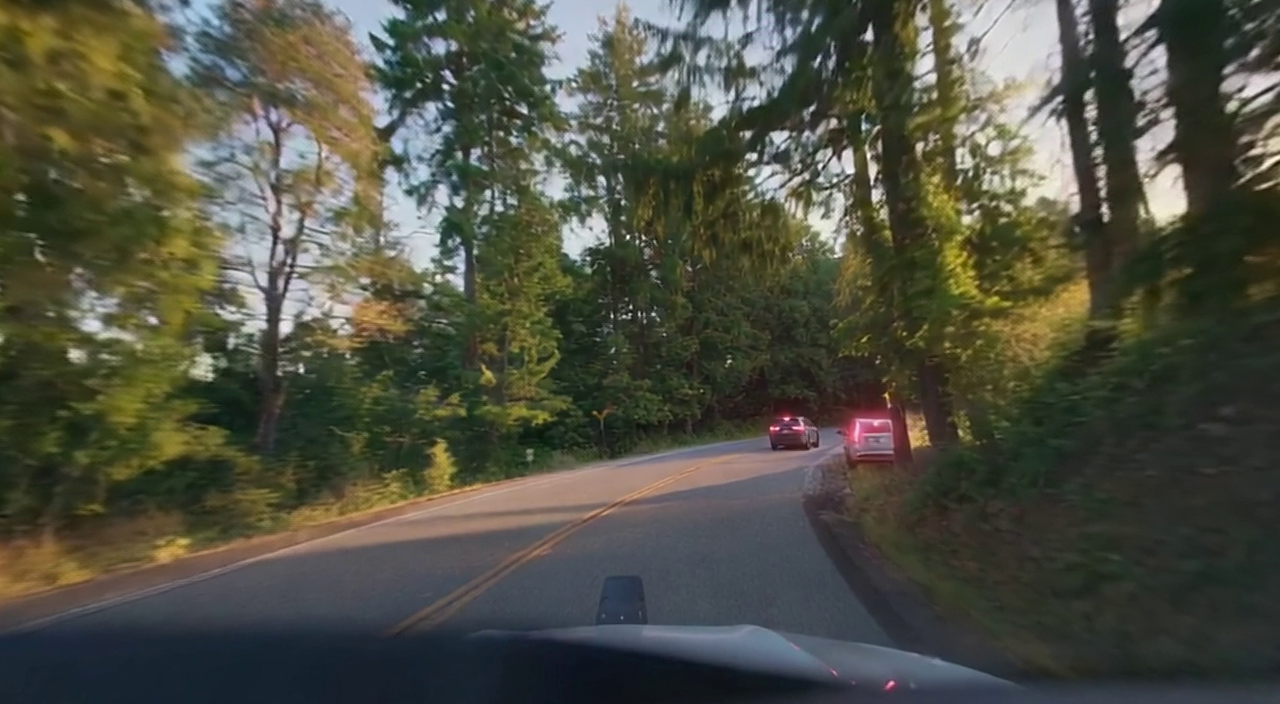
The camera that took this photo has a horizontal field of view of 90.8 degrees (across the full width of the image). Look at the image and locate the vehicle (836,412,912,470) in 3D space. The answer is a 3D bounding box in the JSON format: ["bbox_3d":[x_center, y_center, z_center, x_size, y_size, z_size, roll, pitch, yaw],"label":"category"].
[{"bbox_3d":[8.295,3.147,22.237,2.172,1.773,4.601,-4,-9,22],"label":"vehicle"}]

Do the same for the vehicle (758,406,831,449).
[{"bbox_3d":[7.914,3.813,31.868,2.469,1.953,5.605,-4,-8,24],"label":"vehicle"}]
